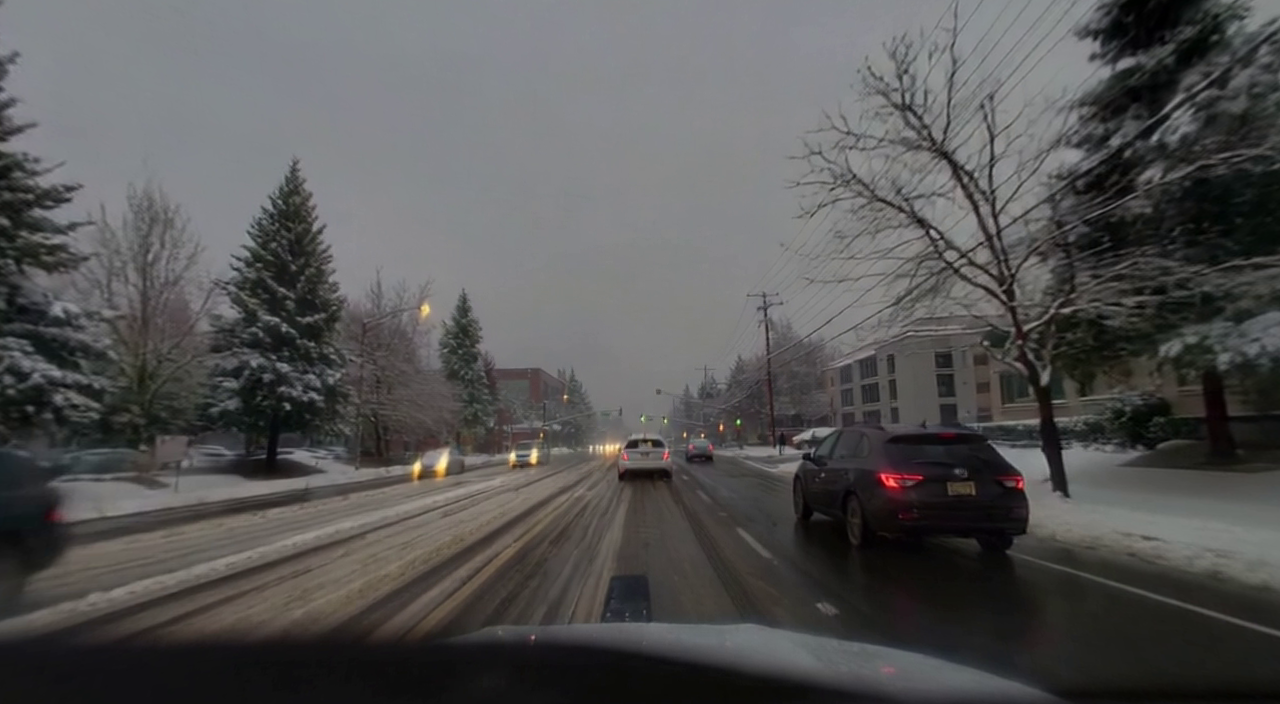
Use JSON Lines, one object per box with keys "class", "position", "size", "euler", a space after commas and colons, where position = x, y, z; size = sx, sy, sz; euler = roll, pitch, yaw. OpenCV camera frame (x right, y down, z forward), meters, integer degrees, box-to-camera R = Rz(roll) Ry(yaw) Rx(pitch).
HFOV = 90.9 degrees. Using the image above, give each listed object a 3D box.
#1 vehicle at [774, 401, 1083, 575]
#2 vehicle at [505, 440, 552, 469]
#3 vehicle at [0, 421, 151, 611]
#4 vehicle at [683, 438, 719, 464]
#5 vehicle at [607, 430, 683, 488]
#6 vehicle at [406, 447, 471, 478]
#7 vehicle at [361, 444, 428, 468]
{"class": "vehicle", "position": [3.354, 1.689, 8.586], "size": [2.024, 1.711, 4.512], "euler": [0, -8, 0]}
{"class": "vehicle", "position": [-6.774, 6.270, 38.775], "size": [2.008, 1.638, 4.552], "euler": [0, -8, 0]}
{"class": "vehicle", "position": [-6.680, 1.397, 5.140], "size": [1.936, 1.681, 4.274], "euler": [0, -9, -1]}
{"class": "vehicle", "position": [3.777, 6.203, 39.564], "size": [1.880, 1.503, 4.130], "euler": [0, -9, 0]}
{"class": "vehicle", "position": [0.147, 3.409, 20.396], "size": [2.200, 1.653, 4.127], "euler": [0, -8, 0]}
{"class": "vehicle", "position": [-10.488, 5.767, 33.210], "size": [1.967, 1.494, 4.483], "euler": [0, -9, 0]}
{"class": "vehicle", "position": [-18.719, 7.941, 48.191], "size": [4.290, 1.510, 2.006], "euler": [-3, -9, 1]}
